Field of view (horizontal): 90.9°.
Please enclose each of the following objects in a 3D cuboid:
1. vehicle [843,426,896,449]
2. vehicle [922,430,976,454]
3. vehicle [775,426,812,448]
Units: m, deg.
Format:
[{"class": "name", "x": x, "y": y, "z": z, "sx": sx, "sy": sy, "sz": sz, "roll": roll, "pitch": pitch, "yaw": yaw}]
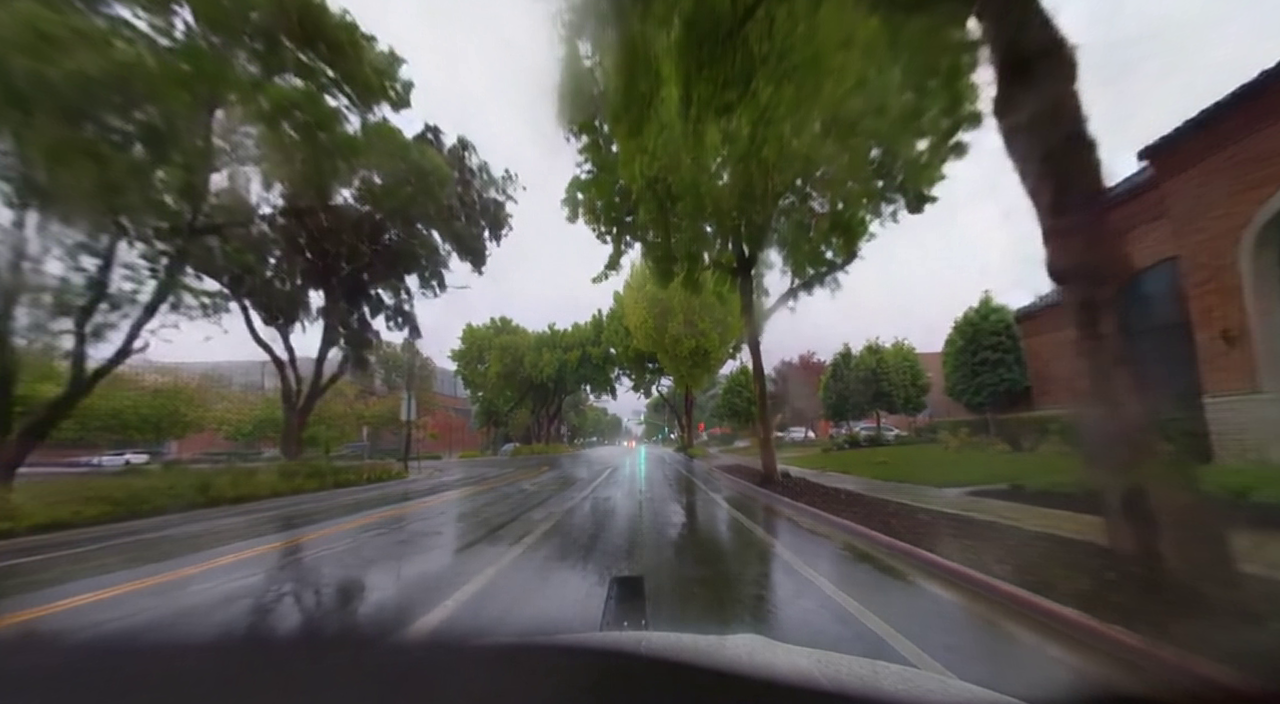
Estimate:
[{"class": "vehicle", "x": 15.425, "y": 5.808, "z": 42.638, "sx": 1.866, "sy": 1.420, "sz": 4.447, "roll": 0, "pitch": -8, "yaw": 0}, {"class": "vehicle", "x": 20.809, "y": 6.068, "z": 42.537, "sx": 1.766, "sy": 1.560, "sz": 3.695, "roll": 0, "pitch": -8, "yaw": 0}, {"class": "vehicle", "x": 12.006, "y": 6.687, "z": 49.585, "sx": 2.036, "sy": 1.636, "sz": 4.995, "roll": 0, "pitch": -8, "yaw": 5}]
